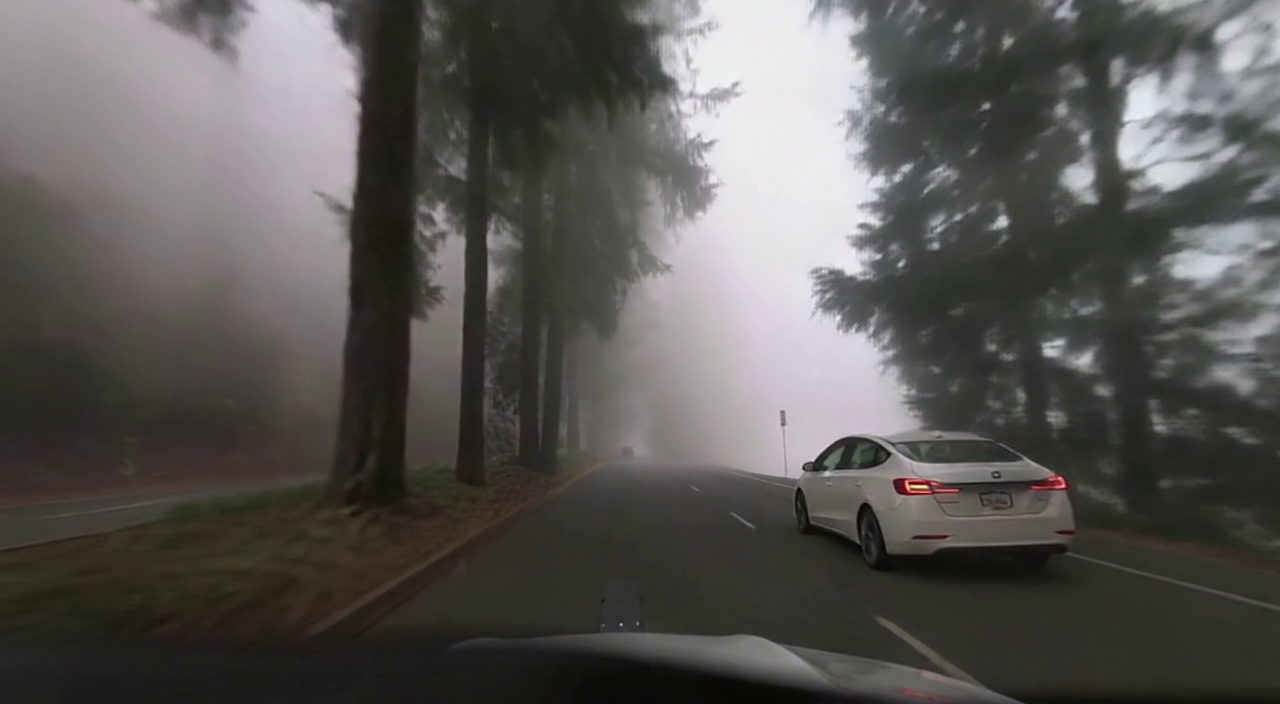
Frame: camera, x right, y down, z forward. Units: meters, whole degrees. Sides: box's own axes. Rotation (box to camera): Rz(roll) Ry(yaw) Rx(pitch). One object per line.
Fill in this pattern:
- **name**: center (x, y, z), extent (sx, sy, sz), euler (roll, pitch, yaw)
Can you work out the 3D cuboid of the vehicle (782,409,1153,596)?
- **vehicle**: center (3.363, 1.647, 7.821), extent (2.060, 1.584, 4.592), euler (0, -9, -1)
